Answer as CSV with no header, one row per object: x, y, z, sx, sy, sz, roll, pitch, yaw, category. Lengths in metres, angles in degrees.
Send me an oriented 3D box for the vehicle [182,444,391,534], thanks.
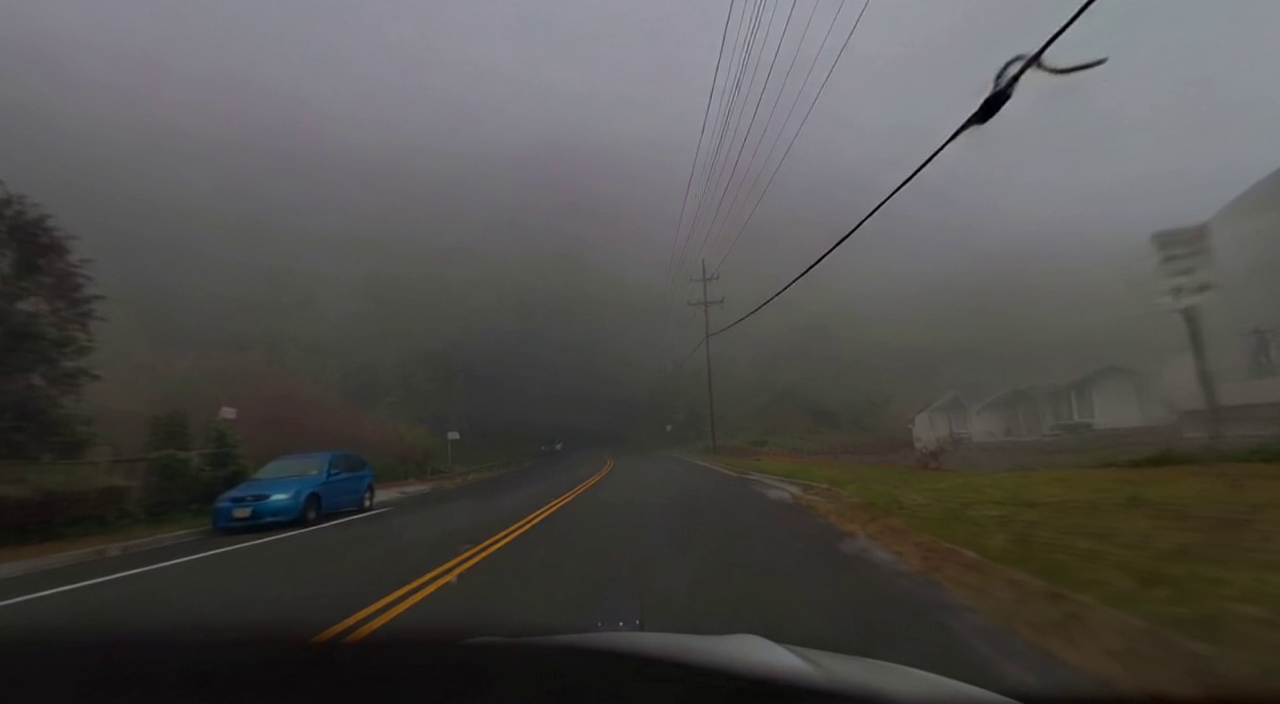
-7.763,2.988,14.540,2.114,1.693,4.468,-1,-8,2,vehicle
